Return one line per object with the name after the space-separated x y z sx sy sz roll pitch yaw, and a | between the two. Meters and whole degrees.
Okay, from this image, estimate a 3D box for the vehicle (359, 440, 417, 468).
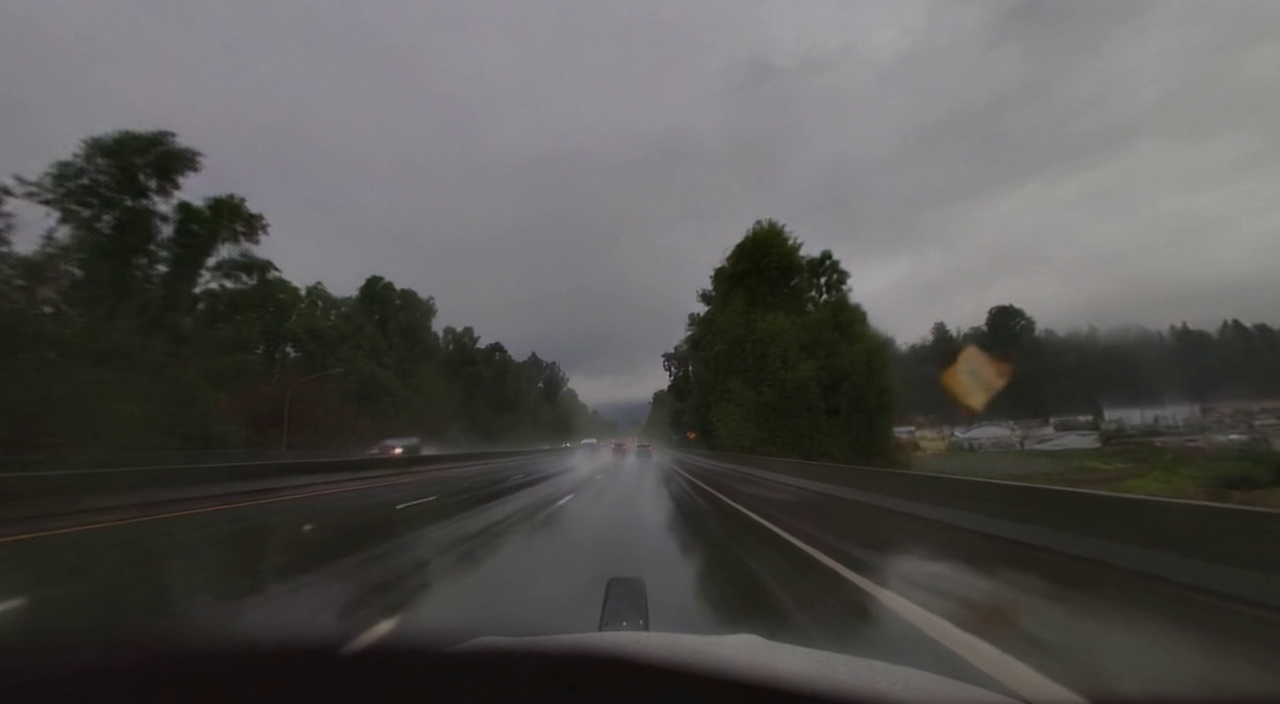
-17.797 7.228 44.733 2.020 1.845 4.972 0 -8 1 | vehicle
